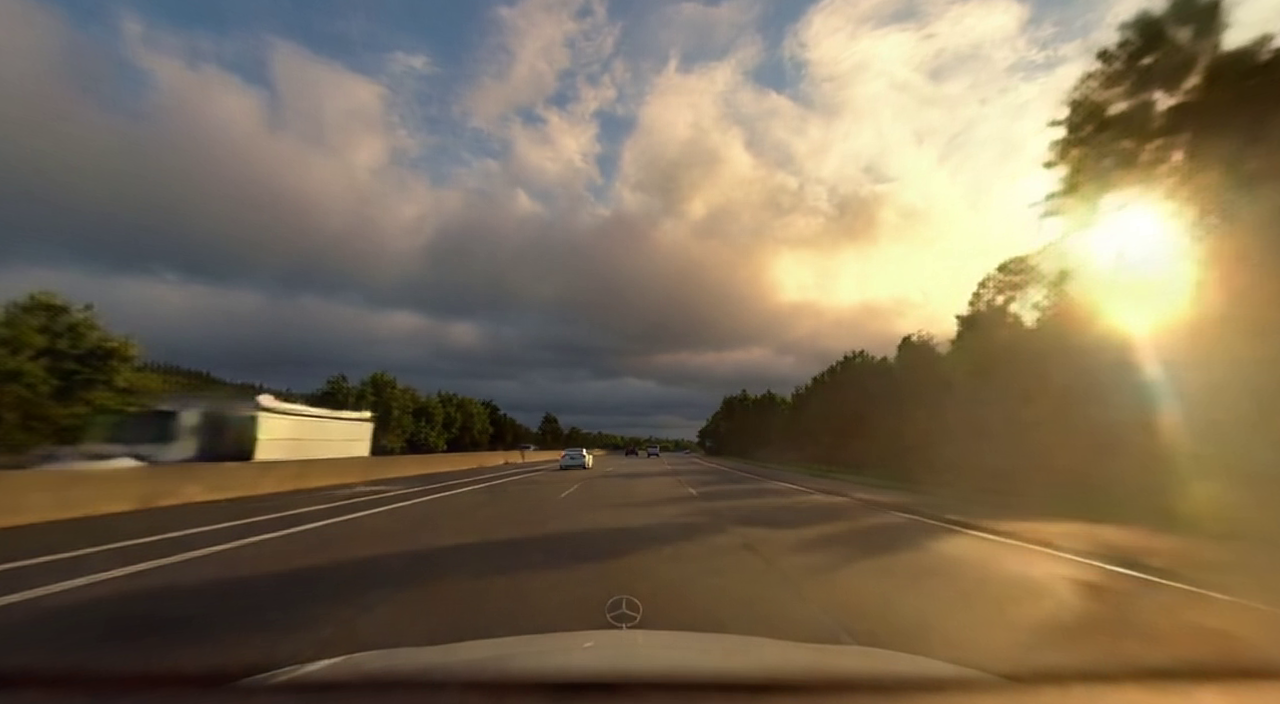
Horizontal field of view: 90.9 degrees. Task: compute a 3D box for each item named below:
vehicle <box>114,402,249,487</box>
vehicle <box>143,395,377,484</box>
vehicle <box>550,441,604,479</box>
[{"bbox_3d":[-19.786,4.025,27.428,3.344,3.469,2.977,0,-9,1],"label":"vehicle"},{"bbox_3d":[-19.679,4.961,34.932,3.557,3.870,14.807,0,-9,1],"label":"vehicle"},{"bbox_3d":[-2.809,4.945,29.021,1.959,1.571,4.313,0,-9,2],"label":"vehicle"}]
